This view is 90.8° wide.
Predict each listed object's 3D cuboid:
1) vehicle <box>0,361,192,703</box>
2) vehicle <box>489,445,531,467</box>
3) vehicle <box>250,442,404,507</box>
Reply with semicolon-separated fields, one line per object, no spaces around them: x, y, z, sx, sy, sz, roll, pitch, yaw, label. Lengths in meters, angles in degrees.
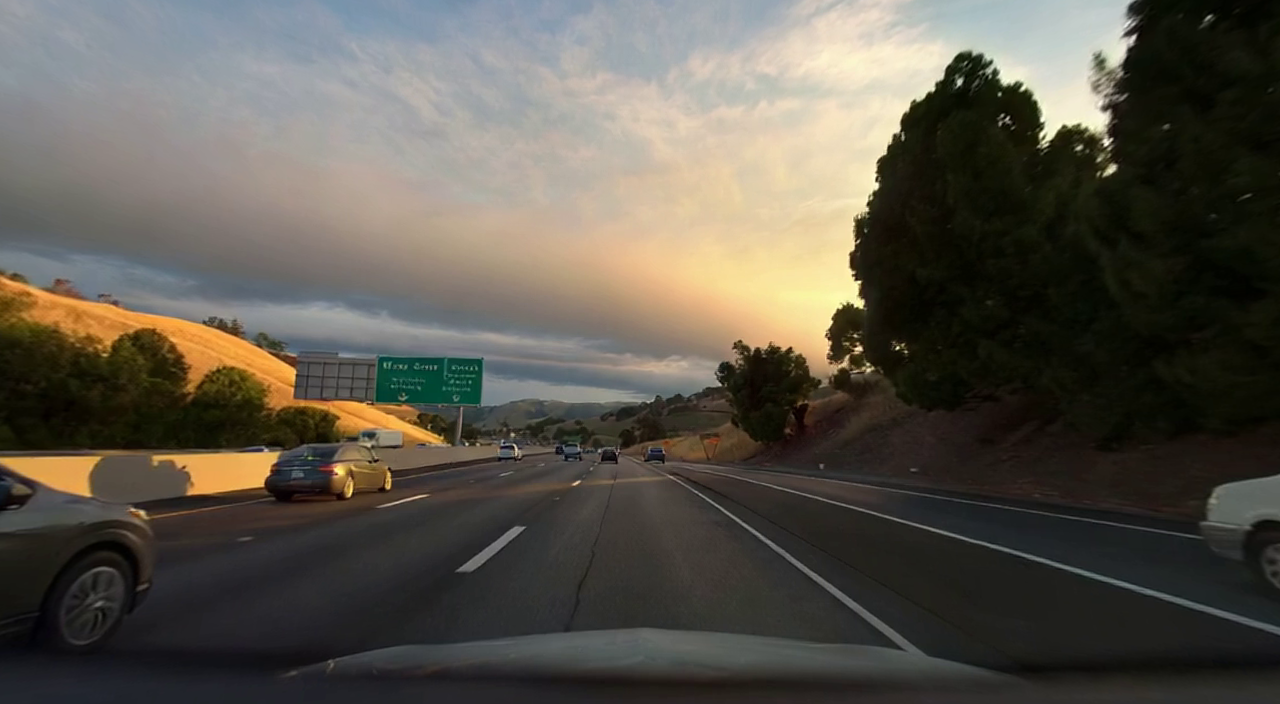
-4.049;0.728;1.767;2.166;1.700;4.661;0;-8;0;vehicle
-8.867;7.092;43.353;2.020;1.447;4.322;0;-8;-1;vehicle
-8.162;3.199;17.036;1.975;1.520;4.390;0;-8;-1;vehicle
